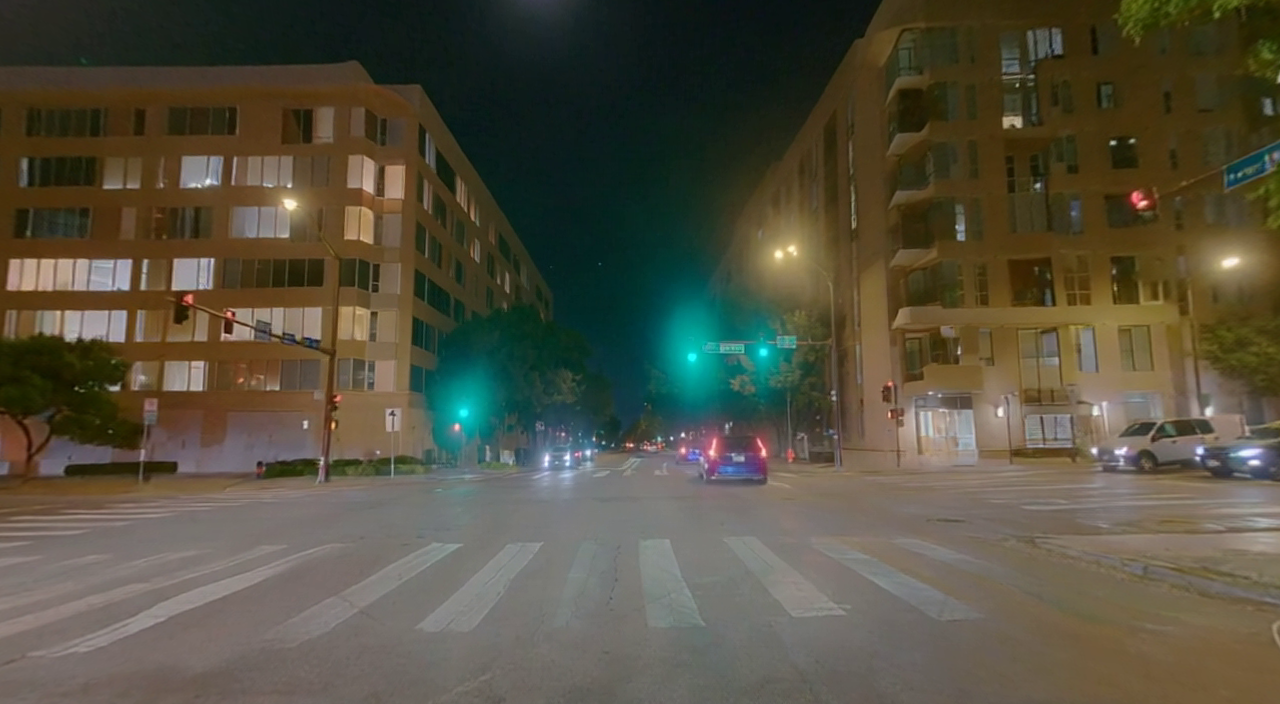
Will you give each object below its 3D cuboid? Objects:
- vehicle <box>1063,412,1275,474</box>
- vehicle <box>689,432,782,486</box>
[{"bbox_3d":[16.916,2.938,20.405,4.802,1.860,2.146,0,-8,1],"label":"vehicle"},{"bbox_3d":[2.811,3.264,19.592,2.039,1.470,4.355,0,-8,-2],"label":"vehicle"}]
